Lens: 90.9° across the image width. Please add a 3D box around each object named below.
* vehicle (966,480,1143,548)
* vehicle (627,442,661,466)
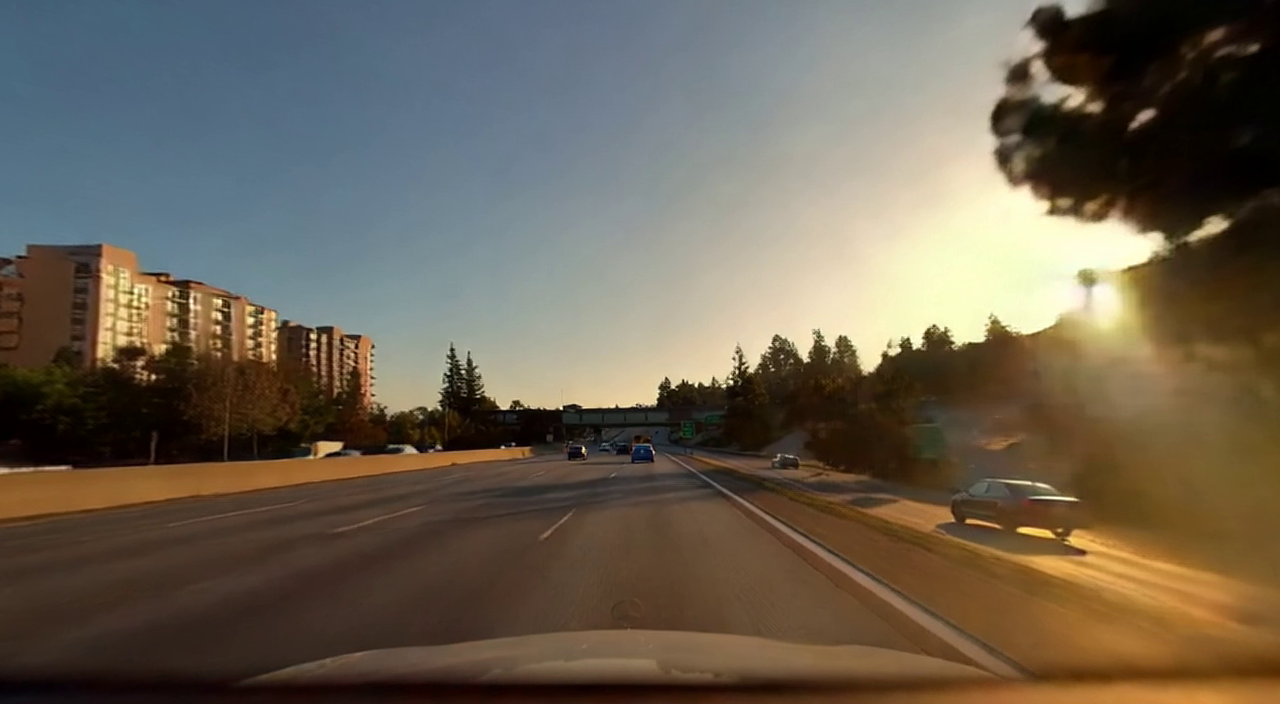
[{"bbox_3d":[16.036,6.255,25.002,2.599,1.962,5.759,1,-8,-7],"label":"vehicle"},{"bbox_3d":[0.263,6.546,40.595,2.051,1.443,3.770,-1,-8,1],"label":"vehicle"}]
